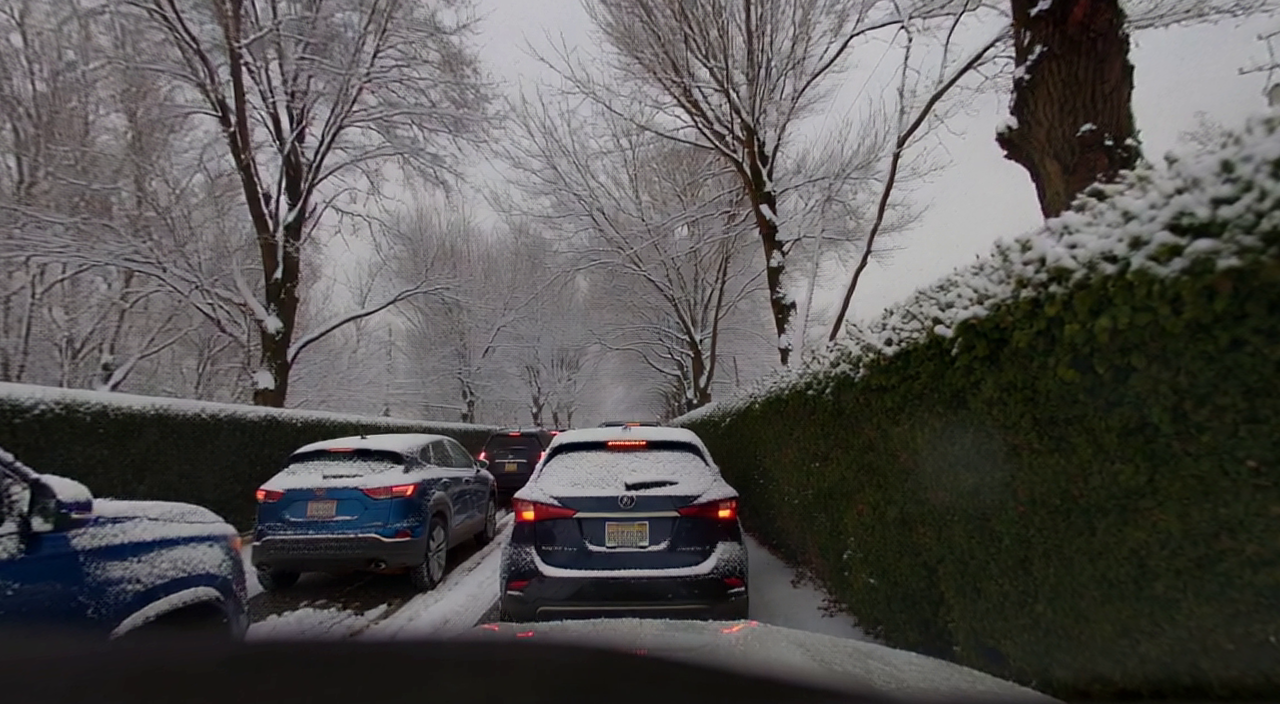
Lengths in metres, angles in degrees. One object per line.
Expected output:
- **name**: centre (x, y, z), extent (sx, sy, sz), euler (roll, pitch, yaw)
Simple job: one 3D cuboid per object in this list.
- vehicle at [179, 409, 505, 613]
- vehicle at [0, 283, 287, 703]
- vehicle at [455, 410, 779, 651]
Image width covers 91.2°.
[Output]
- **vehicle**: centre (-3.408, 1.861, 8.329), extent (2.256, 1.728, 4.421), euler (-6, -8, -2)
- **vehicle**: centre (-3.285, 0.679, 1.263), extent (2.205, 1.913, 5.327), euler (-6, -8, -2)
- **vehicle**: centre (-0.178, 1.504, 6.268), extent (2.154, 1.581, 4.007), euler (0, -9, -1)
